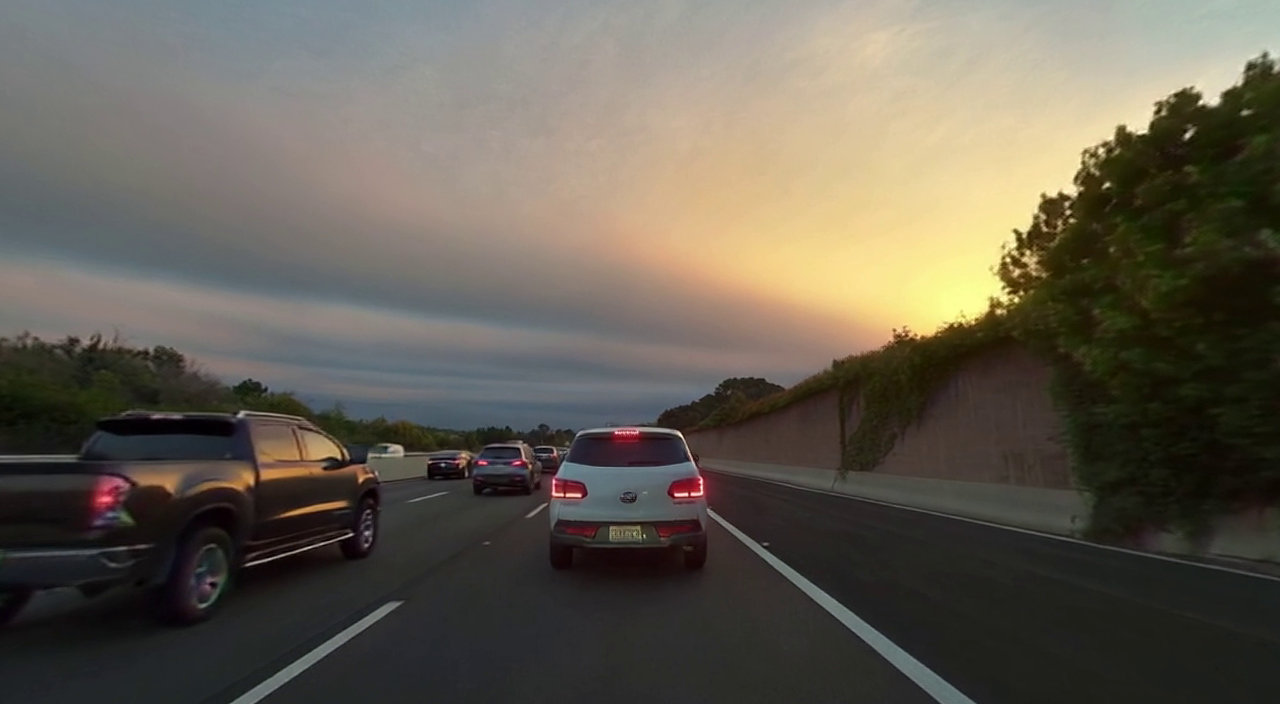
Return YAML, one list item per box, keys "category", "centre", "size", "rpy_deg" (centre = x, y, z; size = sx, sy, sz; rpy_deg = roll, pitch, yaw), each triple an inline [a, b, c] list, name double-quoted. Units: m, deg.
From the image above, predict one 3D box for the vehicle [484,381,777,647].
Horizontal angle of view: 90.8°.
- category: "vehicle"
  centre: [-0.097, 1.367, 6.109]
  size: [1.995, 1.798, 3.380]
  rpy_deg: [0, -9, -1]

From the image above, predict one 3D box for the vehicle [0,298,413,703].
- category: "vehicle"
  centre: [-3.954, 1.140, 5.656]
  size: [2.055, 2.144, 4.782]
  rpy_deg: [0, -9, 0]
